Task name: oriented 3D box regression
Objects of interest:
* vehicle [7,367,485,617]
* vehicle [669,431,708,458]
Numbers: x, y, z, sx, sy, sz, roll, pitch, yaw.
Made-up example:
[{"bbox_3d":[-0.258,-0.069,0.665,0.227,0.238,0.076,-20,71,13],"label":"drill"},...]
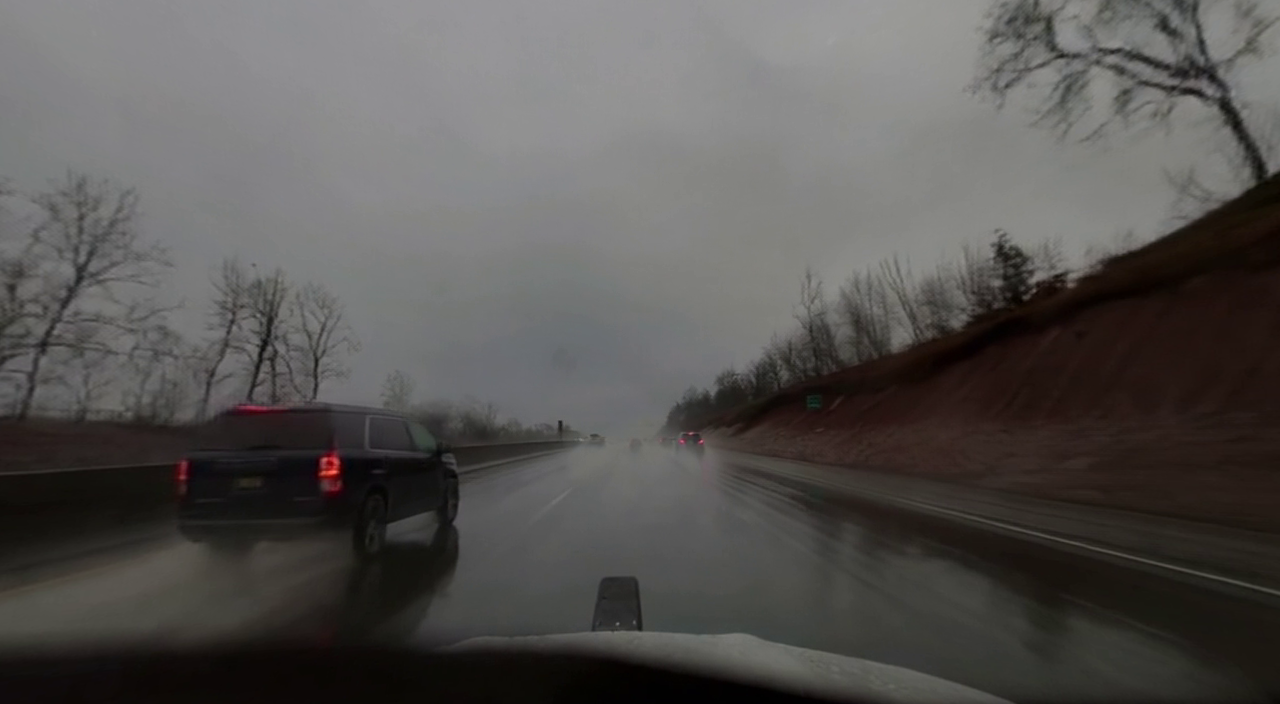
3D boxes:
[{"bbox_3d":[-3.377,1.304,6.858,2.185,1.772,4.656,0,-8,0],"label":"vehicle"},{"bbox_3d":[3.168,6.171,41.971,2.124,1.696,4.173,0,-8,-2],"label":"vehicle"}]
